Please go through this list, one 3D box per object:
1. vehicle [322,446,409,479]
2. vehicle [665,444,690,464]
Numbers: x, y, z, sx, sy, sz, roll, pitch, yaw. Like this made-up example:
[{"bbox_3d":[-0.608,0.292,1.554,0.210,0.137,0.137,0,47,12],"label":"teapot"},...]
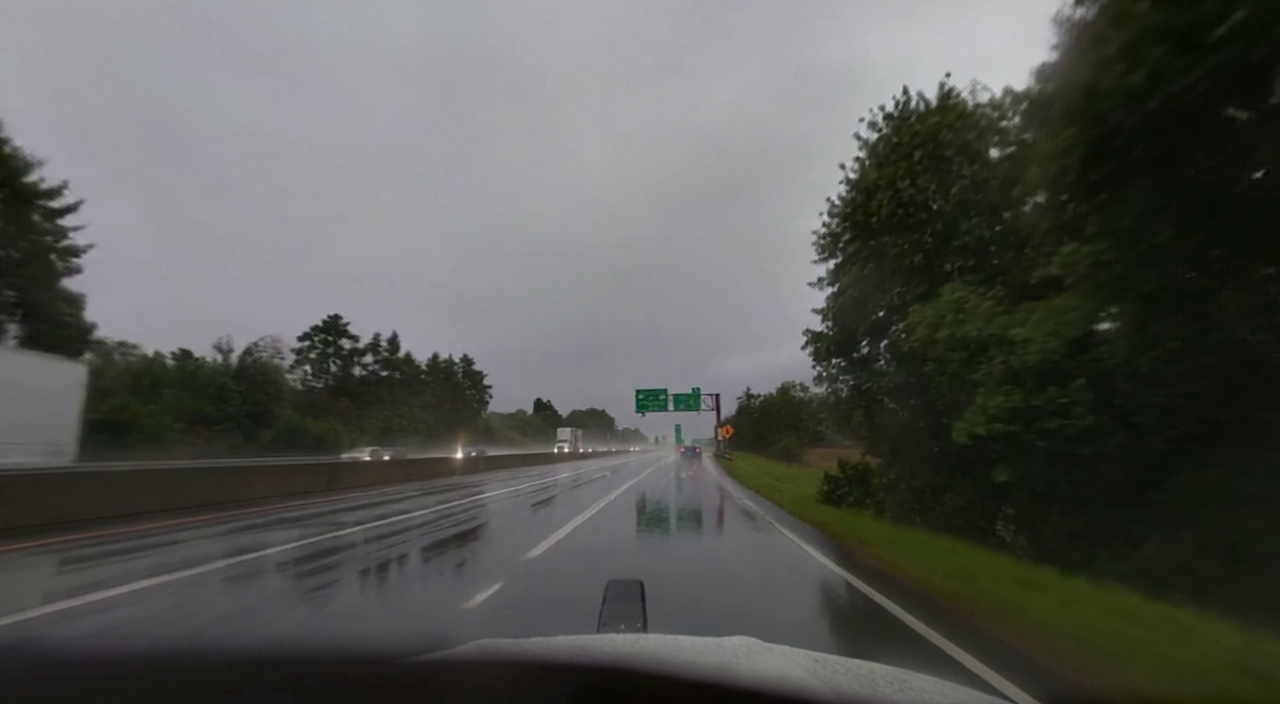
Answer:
[{"bbox_3d":[-12.911,5.220,29.972,1.908,1.447,4.337,-1,-9,5],"label":"vehicle"},{"bbox_3d":[2.846,7.613,47.065,1.807,1.427,3.645,-1,-9,4],"label":"vehicle"}]
